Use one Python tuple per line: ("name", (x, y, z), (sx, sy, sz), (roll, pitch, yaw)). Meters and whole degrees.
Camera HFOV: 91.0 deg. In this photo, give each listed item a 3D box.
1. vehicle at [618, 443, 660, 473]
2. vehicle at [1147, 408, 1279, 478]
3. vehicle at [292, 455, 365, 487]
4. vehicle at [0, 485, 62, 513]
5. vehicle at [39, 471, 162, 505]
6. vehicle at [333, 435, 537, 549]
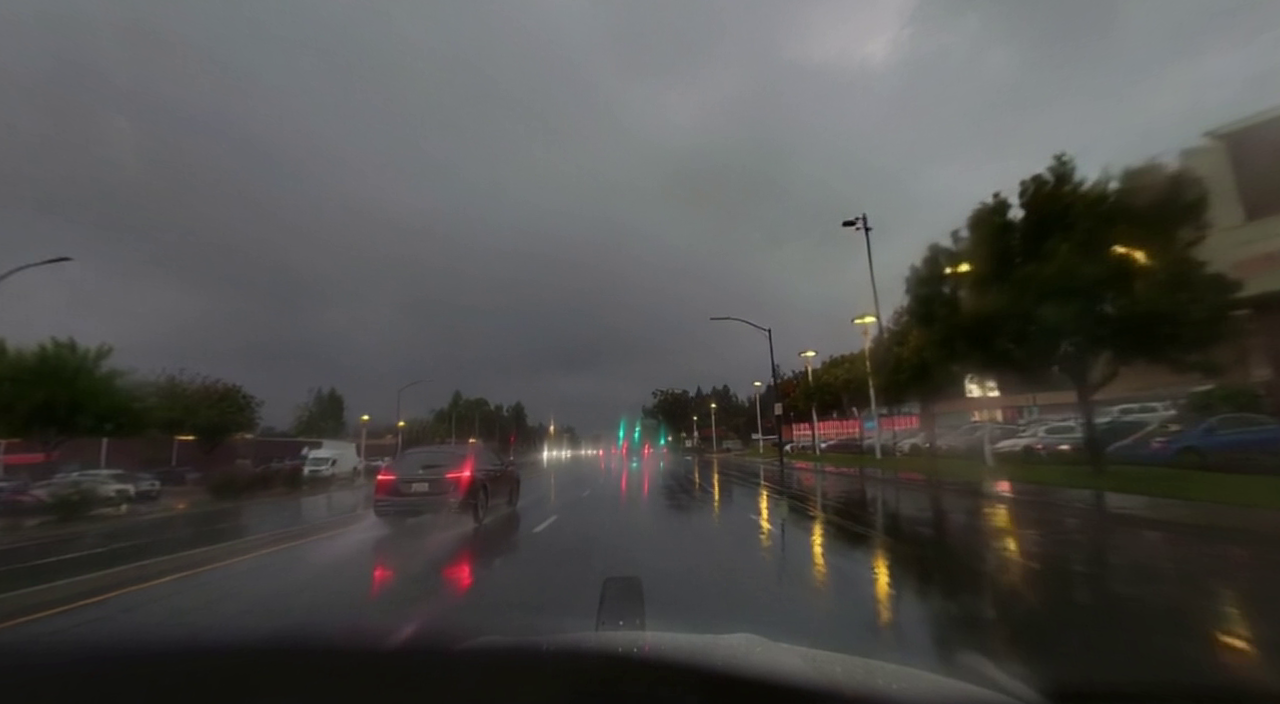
("vehicle", (-0.072, 5.532, 33.057), (2.019, 1.459, 4.005), (0, -9, -1))
("vehicle", (14.638, 2.071, 14.369), (4.363, 1.485, 1.964), (0, -9, 1))
("vehicle", (-22.979, 8.744, 46.777), (2.416, 2.082, 6.190), (0, -9, -2))
("vehicle", (-37.119, 8.691, 37.256), (4.103, 1.444, 1.795), (0, -9, 2))
("vehicle", (-31.963, 8.059, 37.426), (5.325, 1.814, 2.128), (0, -9, 1))
("vehicle", (-3.091, 2.202, 10.603), (1.939, 1.496, 4.309), (0, -9, 1))
